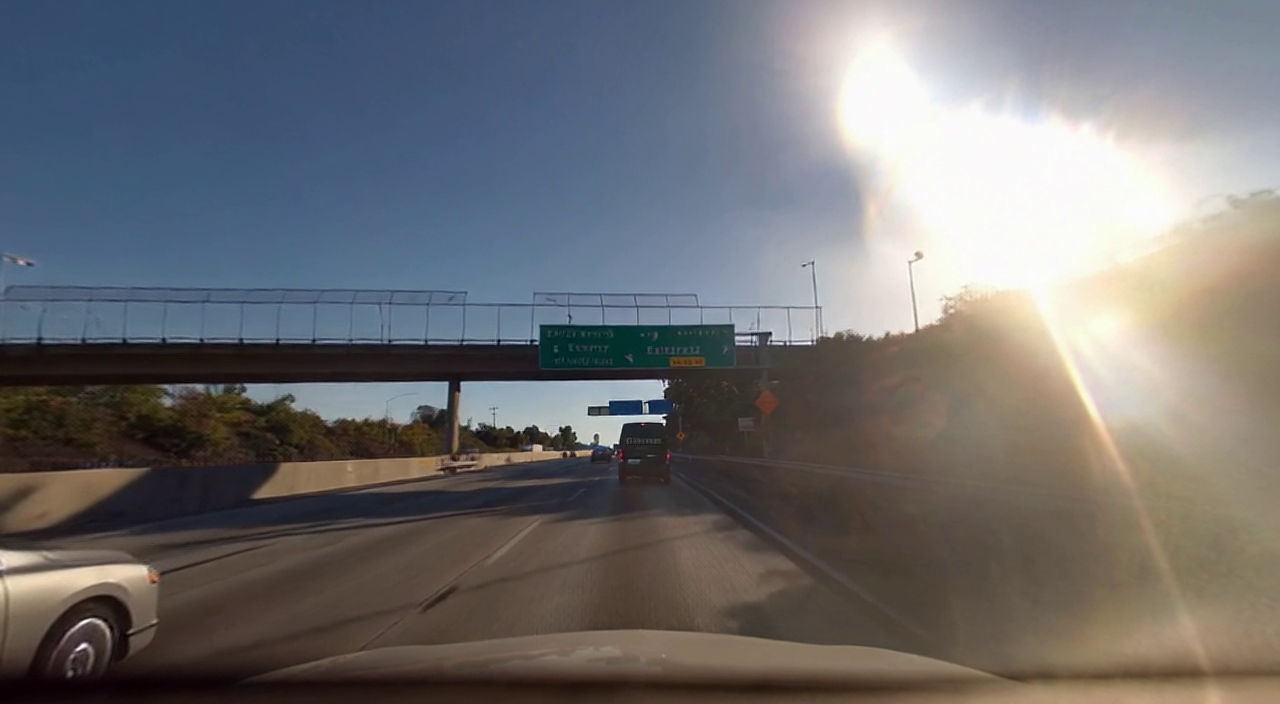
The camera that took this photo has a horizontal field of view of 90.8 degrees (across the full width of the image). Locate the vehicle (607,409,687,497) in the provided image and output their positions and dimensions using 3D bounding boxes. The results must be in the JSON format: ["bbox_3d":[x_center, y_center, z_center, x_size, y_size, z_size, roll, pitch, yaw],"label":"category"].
[{"bbox_3d":[0.118,3.371,21.206,2.332,2.558,5.314,0,-9,-2],"label":"vehicle"}]

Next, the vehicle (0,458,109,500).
[{"bbox_3d":[-23.771,4.982,25.087,1.864,1.470,3.888,0,-9,-1],"label":"vehicle"}]
